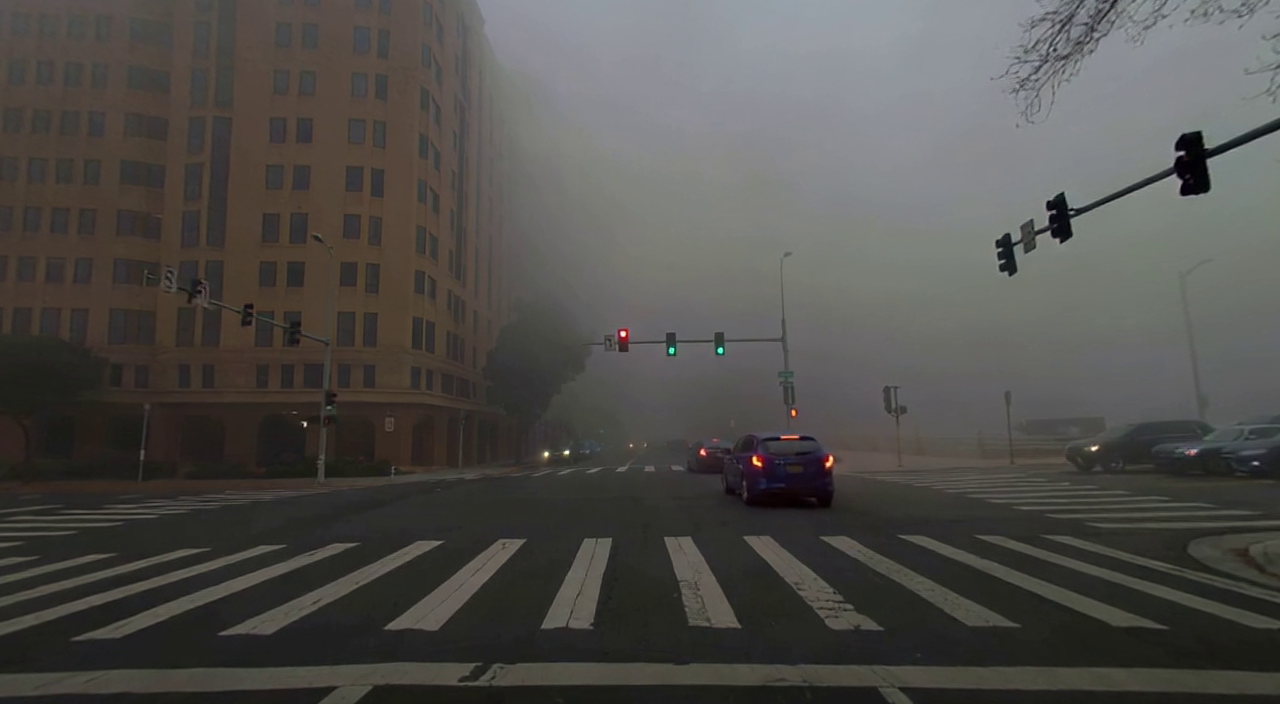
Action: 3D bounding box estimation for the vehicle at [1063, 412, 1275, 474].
[{"bbox_3d":[16.912,2.939,20.402,4.802,1.860,2.146,0,-8,1],"label":"vehicle"}]

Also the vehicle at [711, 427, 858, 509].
[{"bbox_3d":[2.882,2.436,13.699,2.039,1.470,4.355,0,-8,-2],"label":"vehicle"}]

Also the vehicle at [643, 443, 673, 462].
[{"bbox_3d":[1.352,7.828,49.278,2.040,1.421,4.550,0,-8,-3],"label":"vehicle"}]
